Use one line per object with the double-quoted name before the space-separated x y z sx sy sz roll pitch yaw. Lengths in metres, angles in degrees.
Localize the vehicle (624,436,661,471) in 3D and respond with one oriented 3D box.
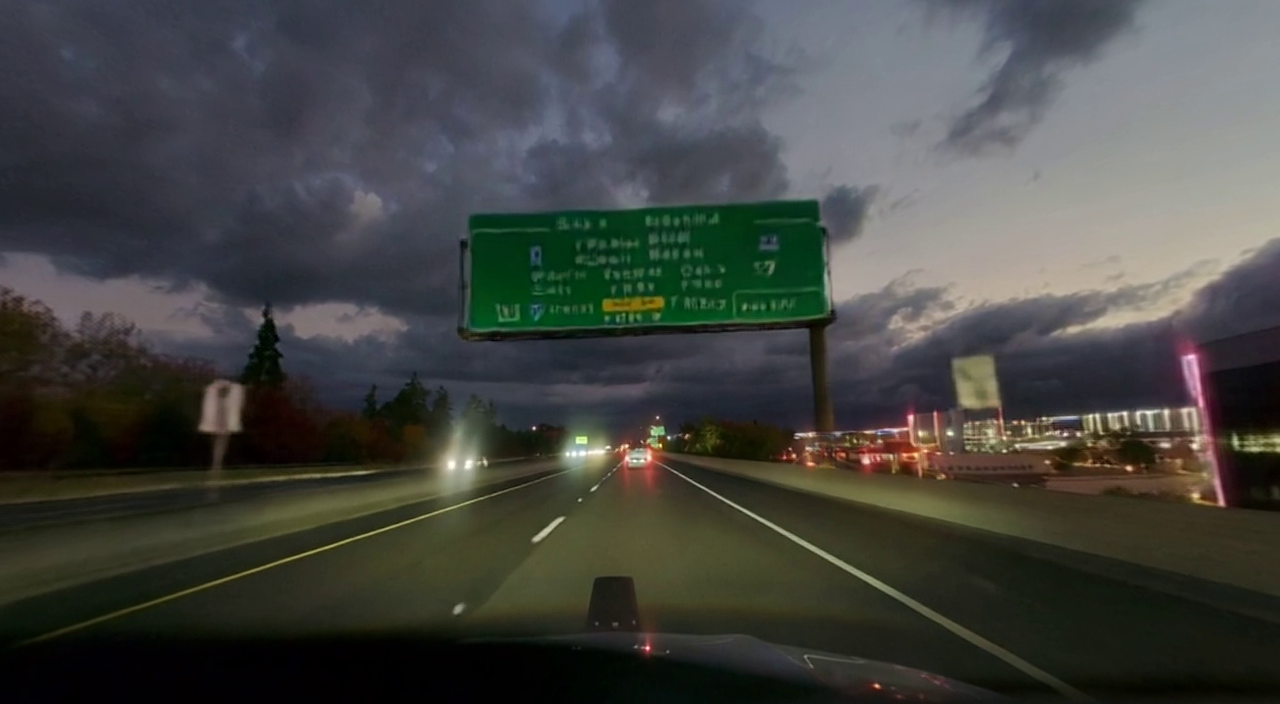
"vehicle" 0.195 6.615 40.899 2.268 2.122 4.595 -1 -9 1
